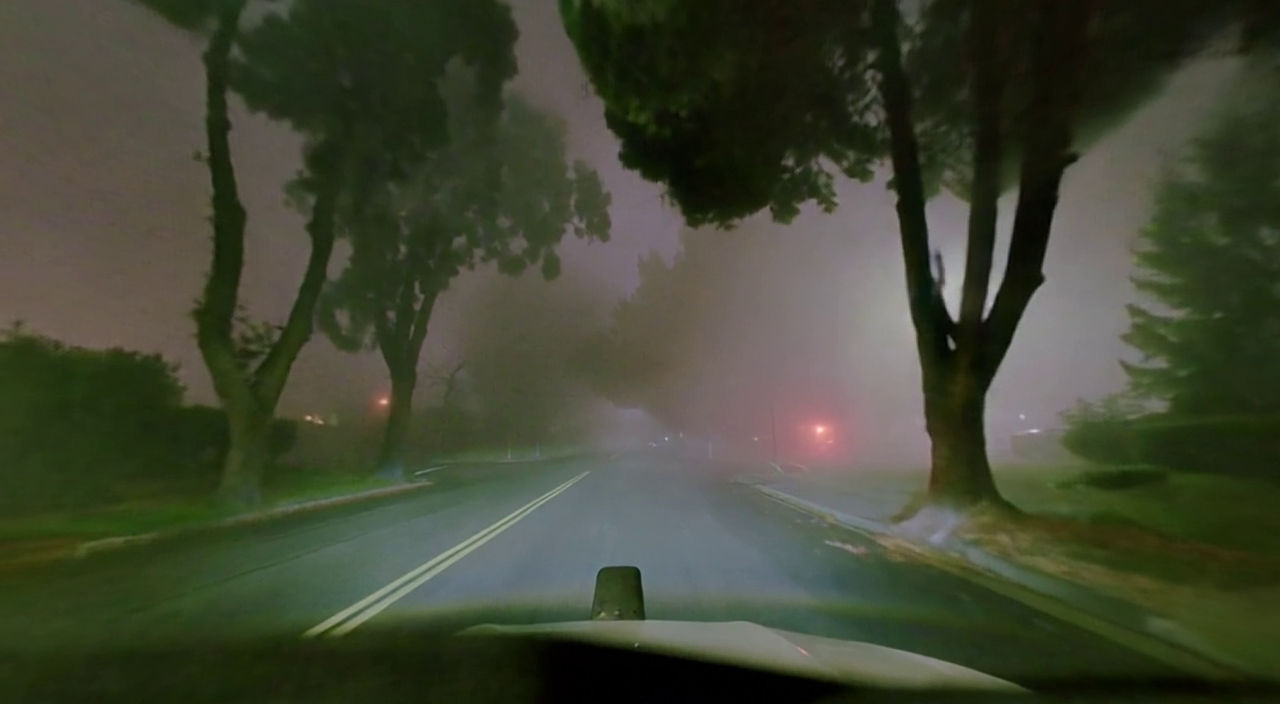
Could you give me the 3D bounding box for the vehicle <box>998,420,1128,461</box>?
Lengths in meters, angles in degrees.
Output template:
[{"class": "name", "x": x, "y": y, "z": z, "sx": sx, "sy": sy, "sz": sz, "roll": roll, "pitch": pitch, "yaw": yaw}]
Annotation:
[{"class": "vehicle", "x": 16.447, "y": 3.510, "z": 24.824, "sx": 1.783, "sy": 1.431, "sz": 4.757, "roll": 0, "pitch": -8, "yaw": -1}]
